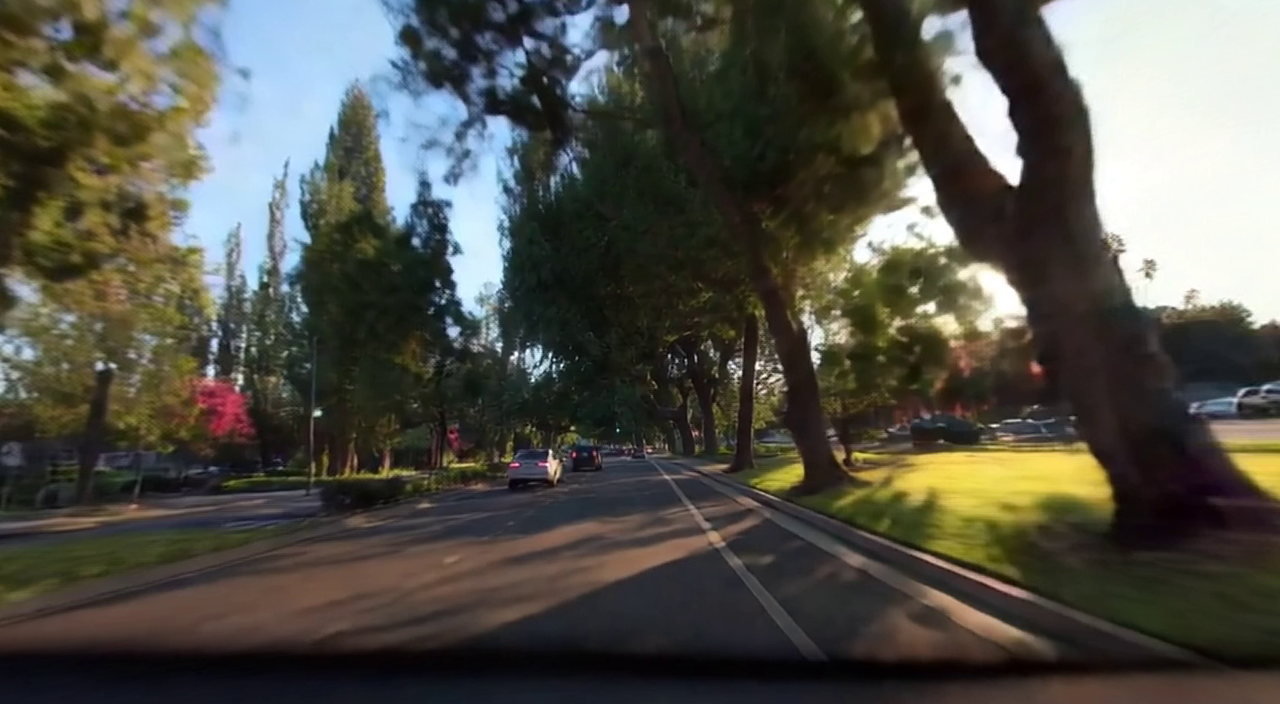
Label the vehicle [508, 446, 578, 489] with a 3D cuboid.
[{"bbox_3d":[-3.586,4.324,24.039,1.932,1.431,4.144,-1,-8,1],"label":"vehicle"}]
